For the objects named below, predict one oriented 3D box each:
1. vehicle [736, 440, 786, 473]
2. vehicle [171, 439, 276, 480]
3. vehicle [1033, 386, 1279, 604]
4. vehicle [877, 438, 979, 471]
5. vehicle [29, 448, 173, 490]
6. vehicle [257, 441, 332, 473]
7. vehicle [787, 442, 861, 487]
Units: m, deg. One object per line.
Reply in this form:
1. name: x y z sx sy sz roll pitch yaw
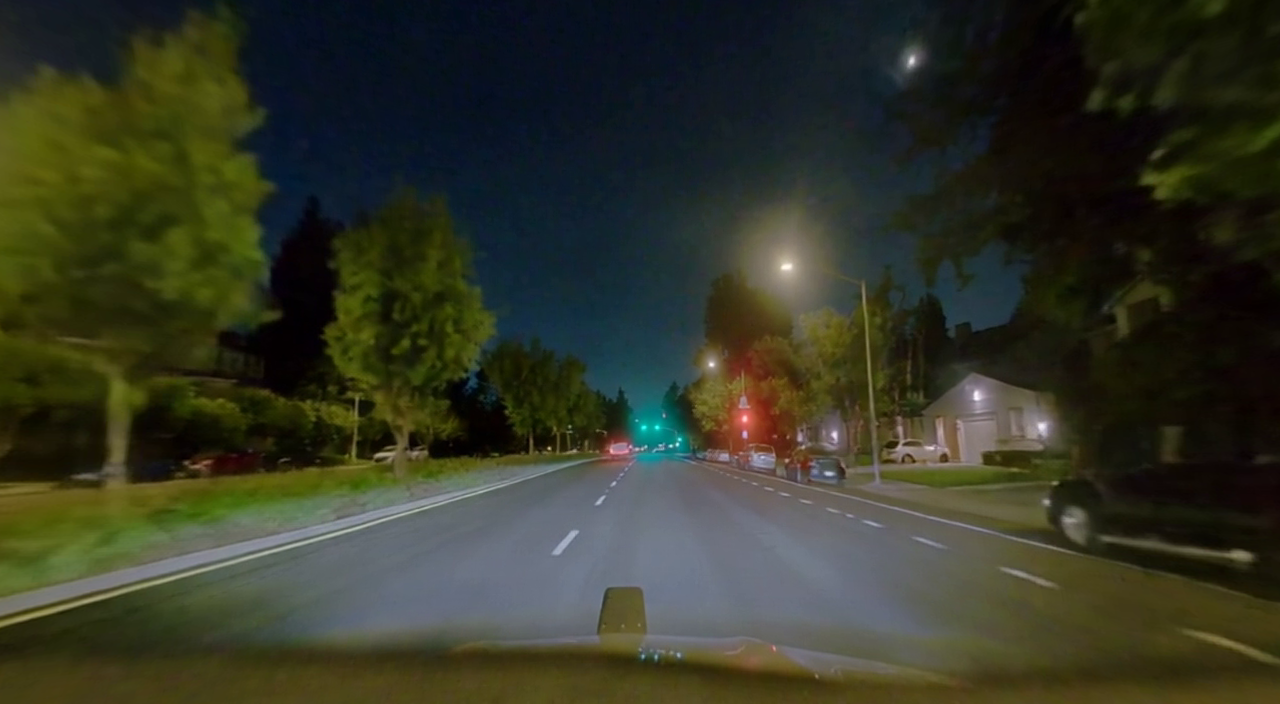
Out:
1. vehicle: 7.427 6.475 39.076 2.032 1.844 4.964 1 -9 -1
2. vehicle: -20.831 5.380 31.713 1.990 1.844 4.902 0 -9 -1
3. vehicle: 7.351 1.516 6.897 2.306 2.088 5.571 1 -9 -1
4. vehicle: 15.708 5.609 34.448 4.554 1.727 2.085 0 -9 4
5. vehicle: -21.056 4.554 24.806 1.910 1.493 4.190 0 -9 0
6. vehicle: -20.784 6.332 38.009 1.901 1.785 4.676 0 -9 0
7. vehicle: 7.543 4.628 26.237 1.910 1.686 4.399 0 -9 2
